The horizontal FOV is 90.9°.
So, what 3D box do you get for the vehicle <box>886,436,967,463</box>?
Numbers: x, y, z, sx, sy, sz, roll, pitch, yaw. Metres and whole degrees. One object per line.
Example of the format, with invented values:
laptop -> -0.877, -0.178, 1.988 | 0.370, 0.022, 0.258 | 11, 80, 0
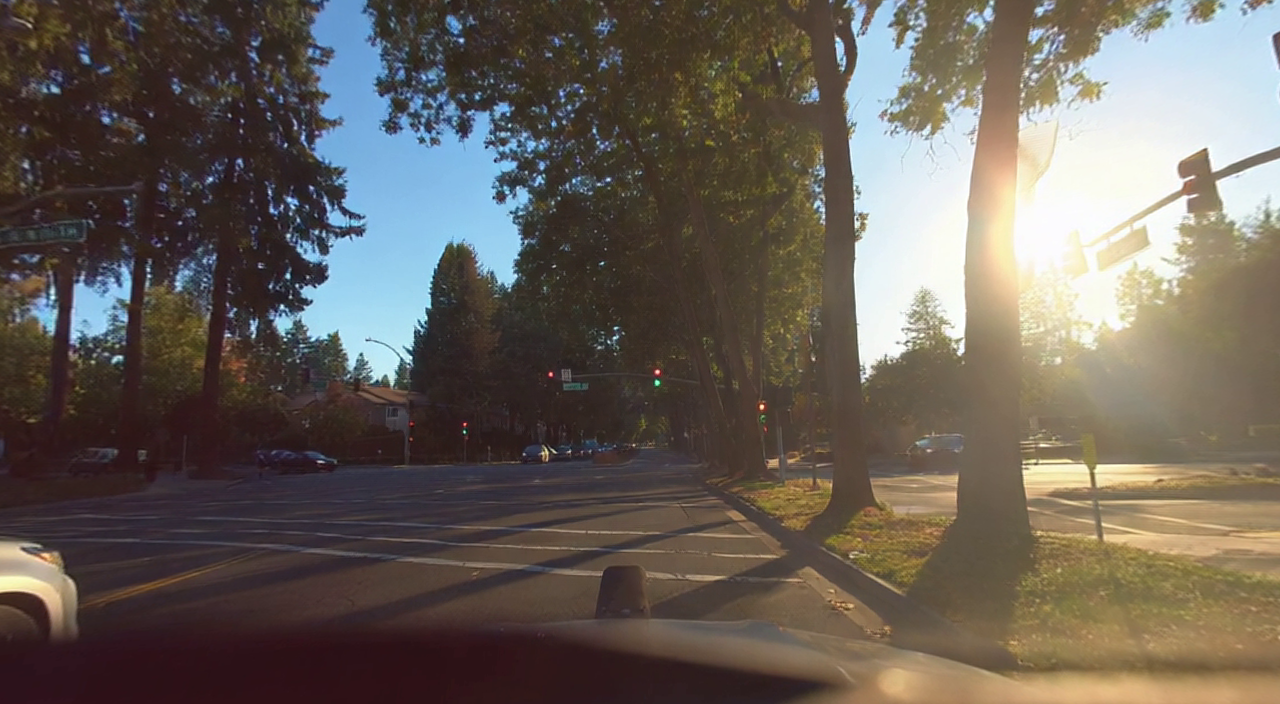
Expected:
vehicle -> 16.109, 5.506, 35.586 | 3.952, 1.468, 1.768 | -4, -9, 22
